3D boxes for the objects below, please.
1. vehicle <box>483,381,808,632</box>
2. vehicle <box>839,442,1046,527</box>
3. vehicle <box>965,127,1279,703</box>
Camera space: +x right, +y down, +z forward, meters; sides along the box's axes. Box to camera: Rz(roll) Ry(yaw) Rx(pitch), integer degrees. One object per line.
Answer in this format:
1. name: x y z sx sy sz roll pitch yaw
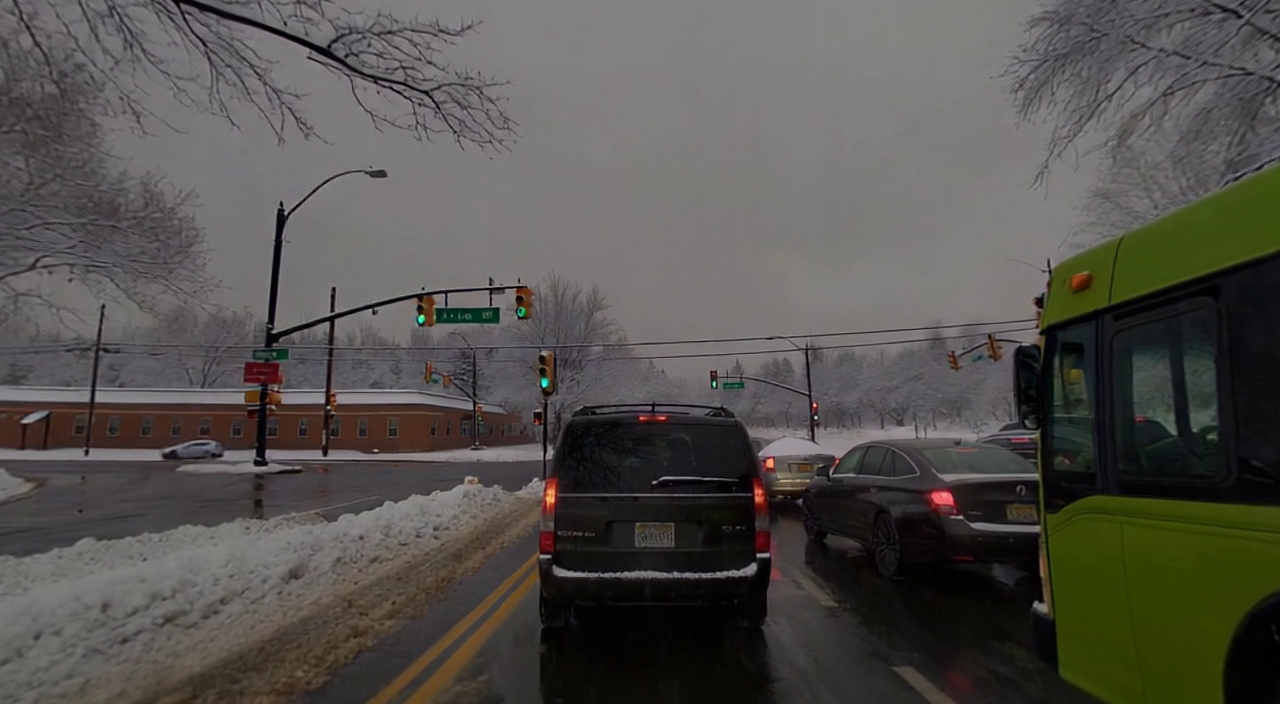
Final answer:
1. vehicle: 0.012 1.474 7.007 2.381 1.842 4.603 0 -8 -1
2. vehicle: 5.978 2.637 13.226 1.987 1.457 4.675 0 -8 -1
3. vehicle: 2.613 0.316 0.427 2.037 2.065 5.037 0 -8 0
